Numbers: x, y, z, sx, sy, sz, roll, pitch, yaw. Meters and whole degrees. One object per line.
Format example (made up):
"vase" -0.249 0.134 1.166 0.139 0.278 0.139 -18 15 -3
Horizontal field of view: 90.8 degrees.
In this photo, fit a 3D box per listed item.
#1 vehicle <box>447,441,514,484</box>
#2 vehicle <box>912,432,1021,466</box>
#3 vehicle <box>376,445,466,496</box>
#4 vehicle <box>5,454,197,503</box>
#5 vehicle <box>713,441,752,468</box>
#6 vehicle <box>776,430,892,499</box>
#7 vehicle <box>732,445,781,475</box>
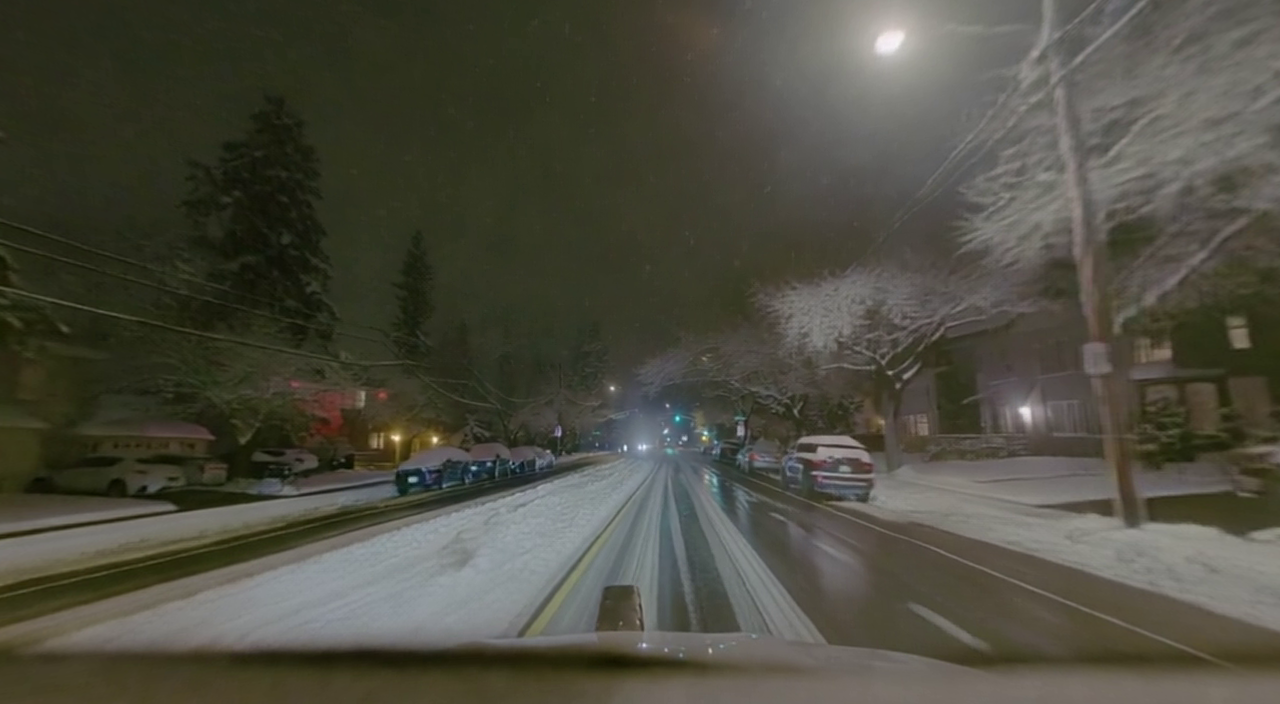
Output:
"vehicle" -8.790 6.106 35.277 2.225 2.037 5.158 -3 -9 2
"vehicle" 15.198 4.533 29.593 3.966 1.500 1.998 0 -8 4
"vehicle" -9.138 4.999 26.829 2.117 1.865 4.570 -2 -10 2
"vehicle" -17.996 4.214 21.257 4.699 1.476 1.949 0 -9 2
"vehicle" 6.220 6.957 43.047 2.155 1.668 4.425 0 -9 2
"vehicle" 5.845 3.441 19.747 2.215 1.886 4.577 0 -9 1
"vehicle" 6.226 5.813 34.235 1.908 1.477 4.920 0 -9 2
